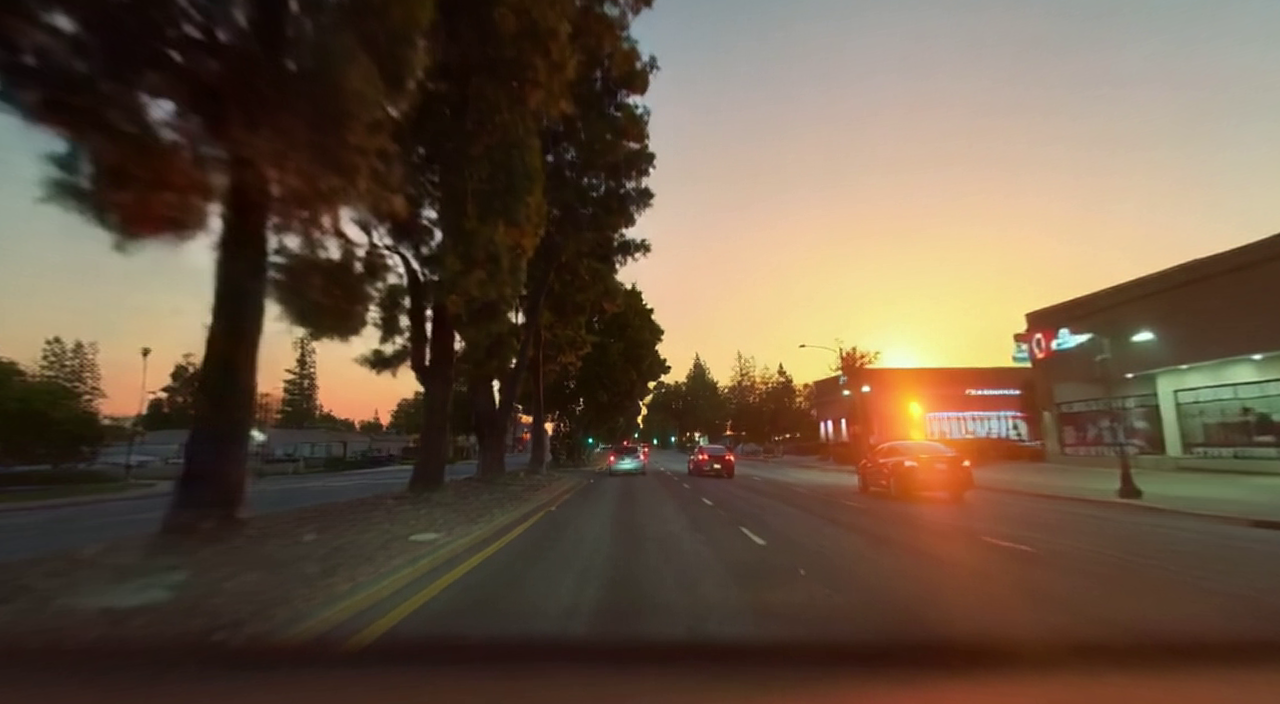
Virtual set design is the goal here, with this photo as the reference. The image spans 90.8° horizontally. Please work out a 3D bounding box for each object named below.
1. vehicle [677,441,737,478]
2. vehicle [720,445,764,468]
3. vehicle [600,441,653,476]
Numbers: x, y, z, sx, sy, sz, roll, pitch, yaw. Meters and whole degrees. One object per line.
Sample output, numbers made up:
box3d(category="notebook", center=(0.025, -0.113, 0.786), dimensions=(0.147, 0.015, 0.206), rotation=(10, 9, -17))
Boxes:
box3d(category="vehicle", center=(2.895, 4.778, 28.393), dimensions=(2.057, 1.491, 4.675), rotation=(0, -8, -2))
box3d(category="vehicle", center=(6.544, 6.720, 40.902), dimensions=(2.068, 1.393, 3.874), rotation=(0, -8, -3))
box3d(category="vehicle", center=(-0.620, 4.791, 28.675), dimensions=(2.242, 1.474, 4.127), rotation=(0, -8, -1))
